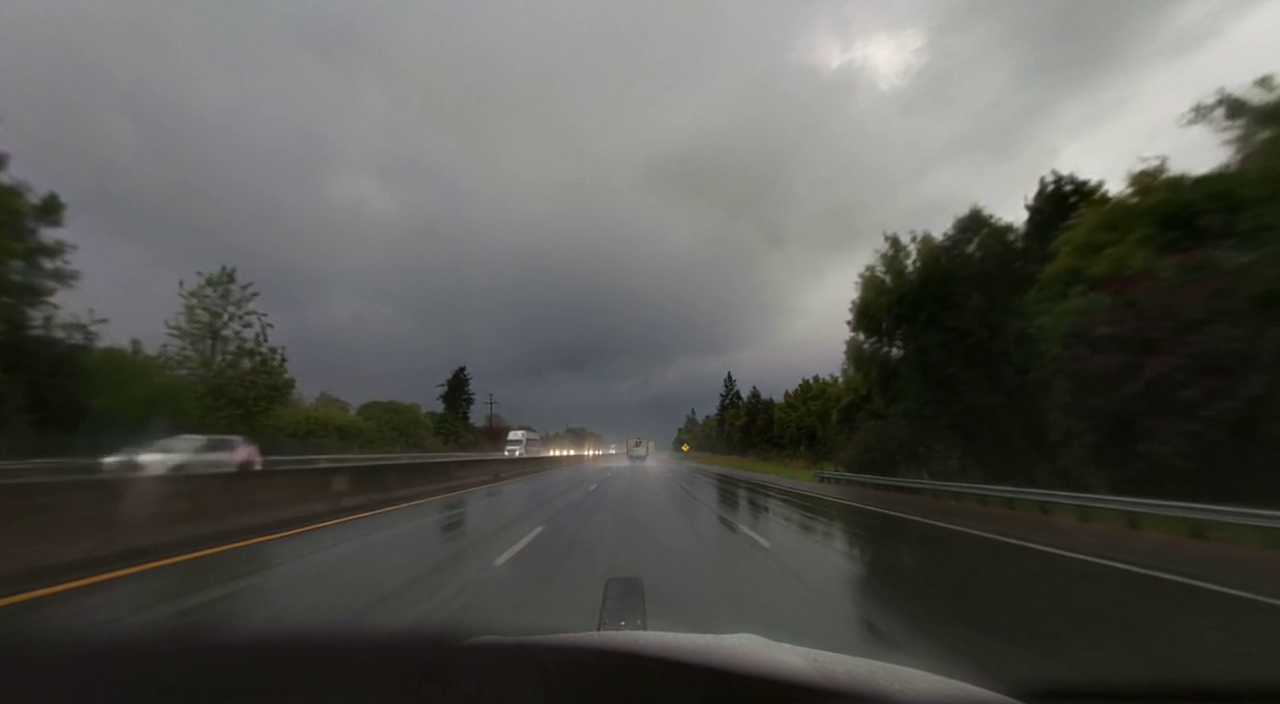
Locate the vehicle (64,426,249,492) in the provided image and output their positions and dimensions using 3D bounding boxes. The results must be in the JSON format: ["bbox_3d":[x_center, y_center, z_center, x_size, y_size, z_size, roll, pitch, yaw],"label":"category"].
[{"bbox_3d":[-15.169,3.408,20.239,2.039,1.831,4.817,0,-9,0],"label":"vehicle"}]
